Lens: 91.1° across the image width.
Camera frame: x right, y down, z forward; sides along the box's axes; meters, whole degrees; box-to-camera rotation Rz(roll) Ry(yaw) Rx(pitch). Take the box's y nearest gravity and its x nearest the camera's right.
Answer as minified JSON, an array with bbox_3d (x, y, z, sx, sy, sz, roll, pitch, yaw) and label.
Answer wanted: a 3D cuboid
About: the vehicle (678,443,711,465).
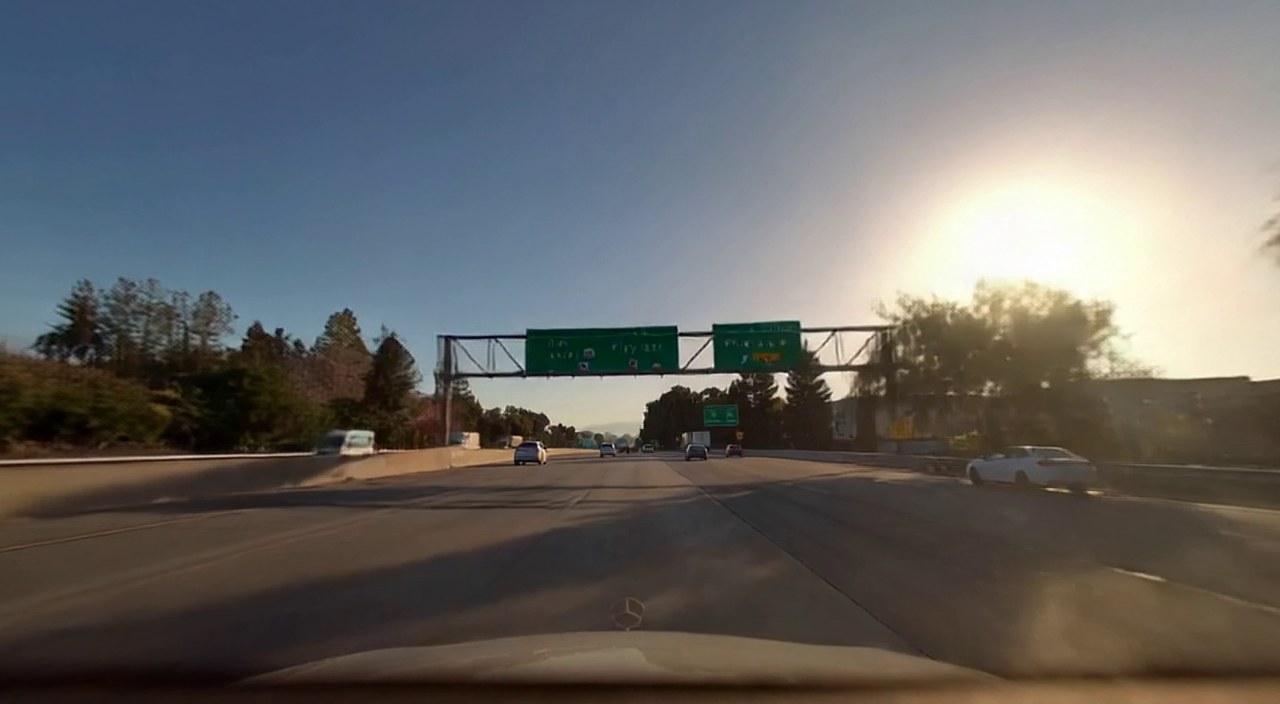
[{"bbox_3d":[3.702,7.012,43.161,1.950,1.453,3.378,0,-9,-1],"label":"vehicle"}]

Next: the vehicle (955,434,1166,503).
[{"bbox_3d":[10.225,2.861,15.882,1.979,1.467,4.839,0,-8,-1],"label":"vehicle"}]

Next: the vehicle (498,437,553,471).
[{"bbox_3d":[-6.278,5.664,34.956,2.091,1.746,4.437,0,-8,1],"label":"vehicle"}]

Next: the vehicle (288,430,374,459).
[{"bbox_3d":[-21.296,6.454,43.672,2.837,1.878,6.106,0,-9,0],"label":"vehicle"}]
